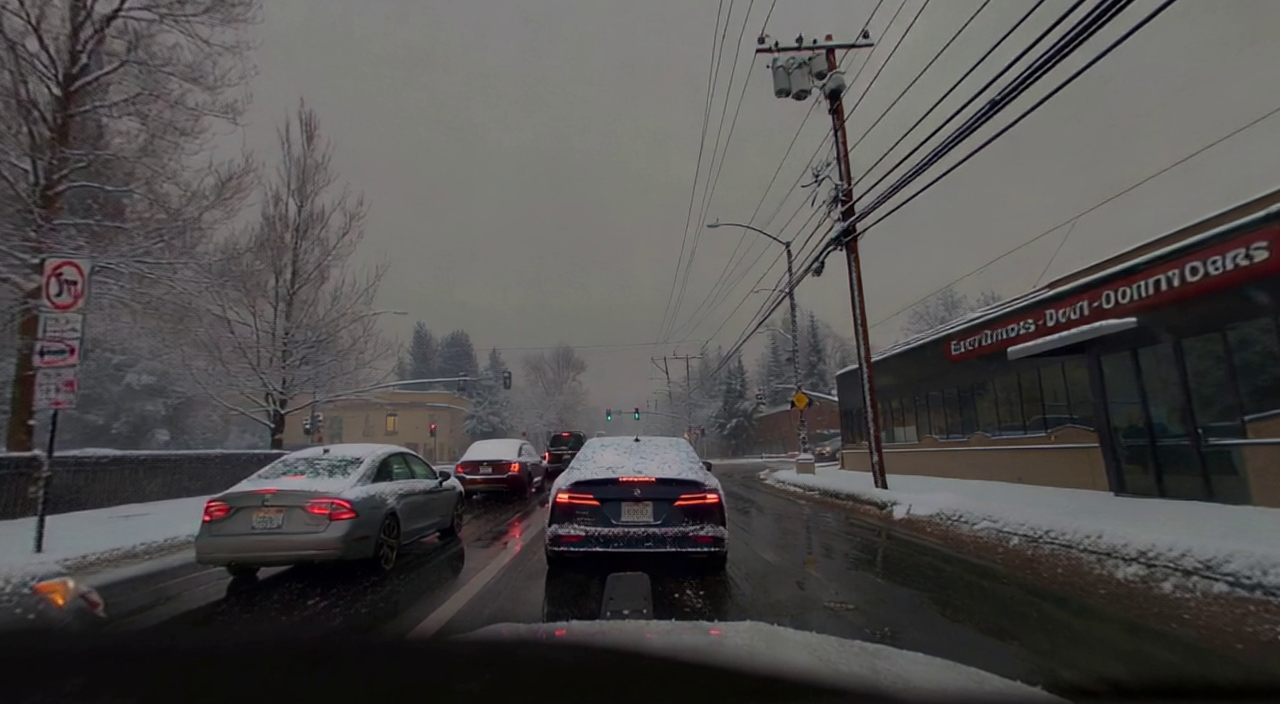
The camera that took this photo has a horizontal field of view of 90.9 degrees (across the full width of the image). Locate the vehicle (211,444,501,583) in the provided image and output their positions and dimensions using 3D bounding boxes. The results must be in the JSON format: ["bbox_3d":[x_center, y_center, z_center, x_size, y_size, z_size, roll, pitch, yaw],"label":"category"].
[{"bbox_3d":[-3.207,1.869,8.156,1.765,1.319,4.013,0,-9,2],"label":"vehicle"}]

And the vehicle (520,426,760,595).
[{"bbox_3d":[-0.006,1.696,7.585,2.101,1.469,3.955,0,-9,0],"label":"vehicle"}]
